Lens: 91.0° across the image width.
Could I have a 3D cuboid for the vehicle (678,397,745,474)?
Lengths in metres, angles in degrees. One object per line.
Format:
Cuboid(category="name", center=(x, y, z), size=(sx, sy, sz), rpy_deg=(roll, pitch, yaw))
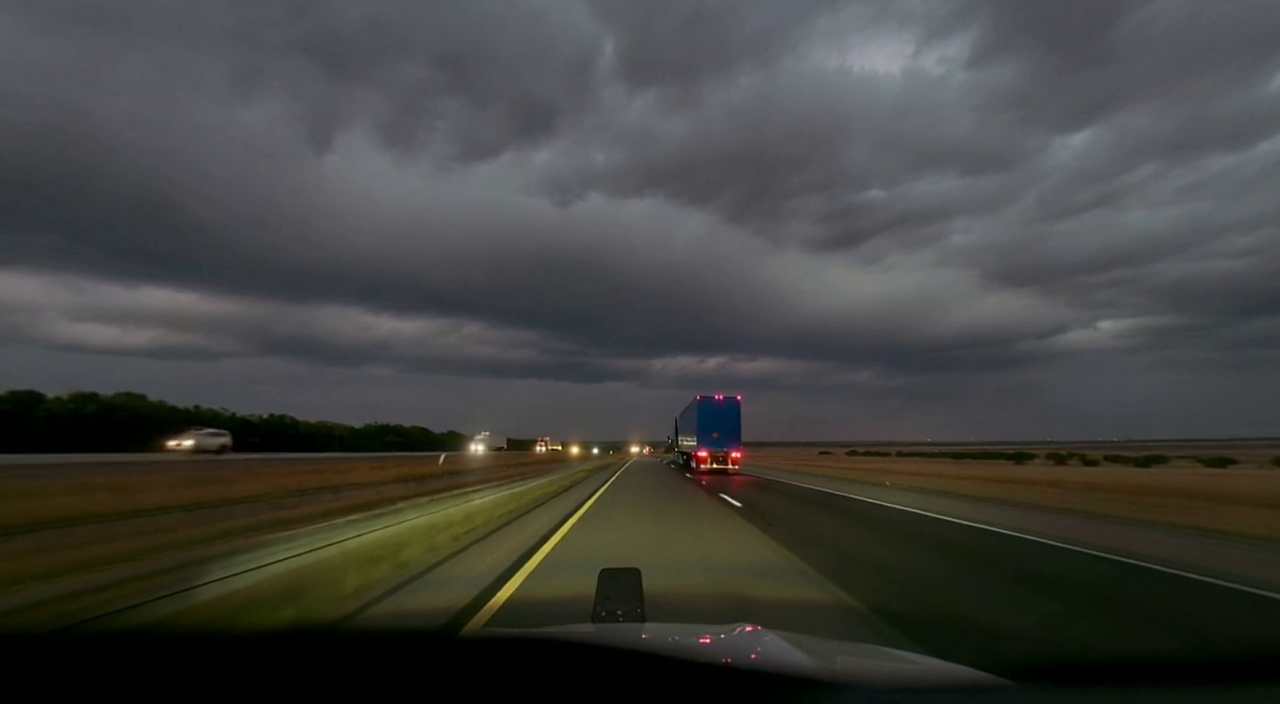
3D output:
Cuboid(category="vehicle", center=(4.309, 5.580, 41.070), size=(2.818, 4.206, 12.987), rpy_deg=(0, -9, 0))
